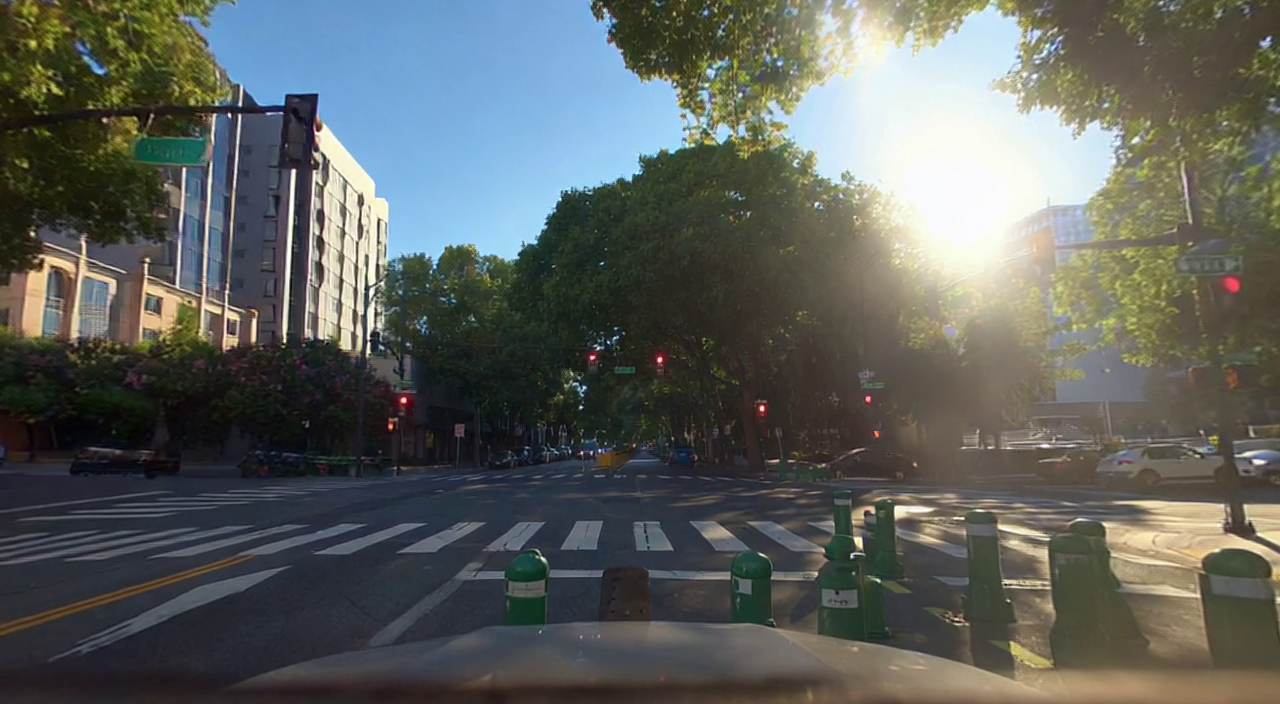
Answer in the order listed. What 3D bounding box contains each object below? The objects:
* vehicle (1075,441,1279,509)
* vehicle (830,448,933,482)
[{"bbox_3d":[13.002,2.790,14.555,4.424,1.436,1.804,0,-9,5],"label":"vehicle"},{"bbox_3d":[11.644,5.473,30.709,4.368,1.522,1.972,-2,-9,11],"label":"vehicle"}]
